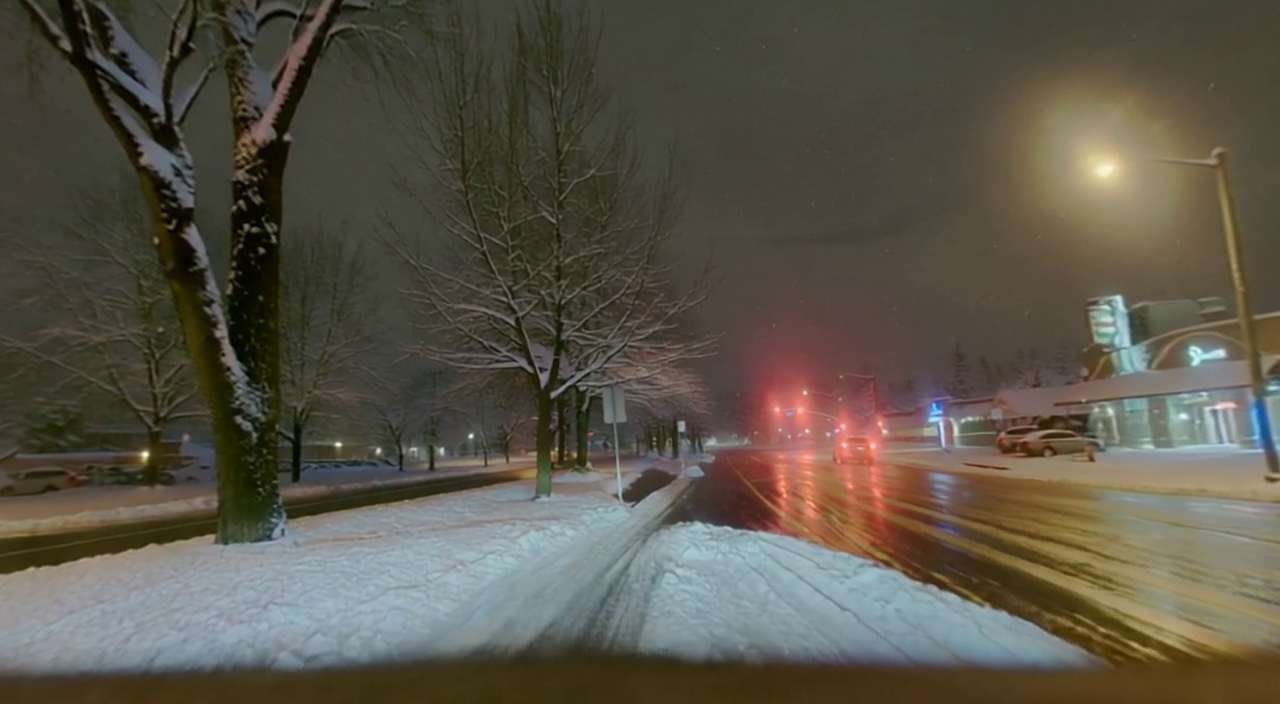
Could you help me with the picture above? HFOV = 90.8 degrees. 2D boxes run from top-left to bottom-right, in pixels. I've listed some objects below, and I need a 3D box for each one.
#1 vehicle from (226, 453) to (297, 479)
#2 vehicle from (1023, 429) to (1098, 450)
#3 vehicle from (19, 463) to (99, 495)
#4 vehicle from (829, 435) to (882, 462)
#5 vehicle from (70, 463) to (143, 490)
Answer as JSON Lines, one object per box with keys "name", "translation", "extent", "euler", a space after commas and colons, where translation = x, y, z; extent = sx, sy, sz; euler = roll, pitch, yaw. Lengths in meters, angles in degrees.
{"name": "vehicle", "translation": [-27.263, 8.143, 45.410], "extent": [5.483, 1.719, 2.112], "euler": [-6, -10, 33]}
{"name": "vehicle", "translation": [29.159, 6.123, 43.880], "extent": [3.839, 1.386, 1.816], "euler": [-1, -9, 7]}
{"name": "vehicle", "translation": [-33.207, 7.195, 36.033], "extent": [5.124, 1.541, 2.121], "euler": [-6, -10, 34]}
{"name": "vehicle", "translation": [14.284, 6.436, 42.136], "extent": [2.100, 1.638, 4.545], "euler": [-1, -9, 2]}
{"name": "vehicle", "translation": [-33.692, 7.804, 39.847], "extent": [4.416, 1.541, 2.102], "euler": [-6, -10, 31]}
